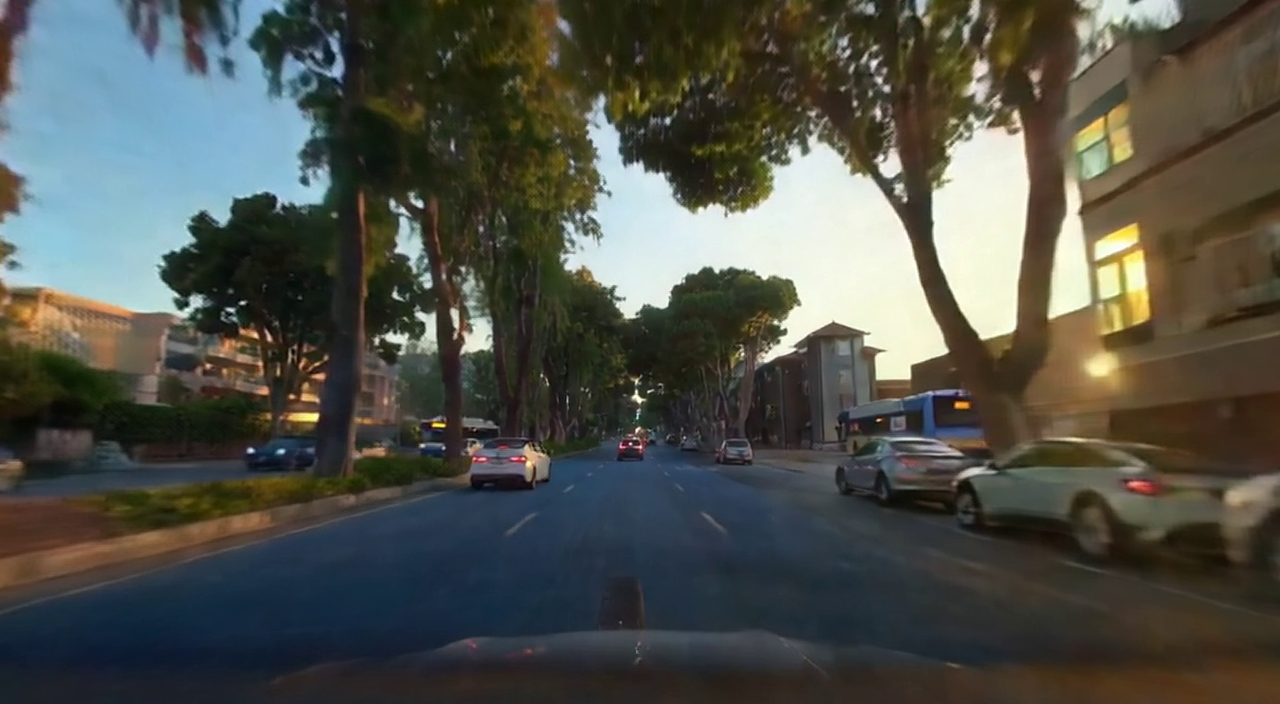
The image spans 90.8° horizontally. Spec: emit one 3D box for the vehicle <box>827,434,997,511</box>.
[{"bbox_3d":[6.320,2.827,15.342,2.130,1.584,4.181,0,-8,-2],"label":"vehicle"}]

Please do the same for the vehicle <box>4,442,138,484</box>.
[{"bbox_3d":[-21.958,4.268,24.601,1.671,1.474,3.726,0,-8,0],"label":"vehicle"}]

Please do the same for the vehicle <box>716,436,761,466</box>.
[{"bbox_3d":[6.451,6.560,42.061,2.206,1.803,5.753,0,-8,1],"label":"vehicle"}]

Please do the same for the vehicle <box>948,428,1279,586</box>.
[{"bbox_3d":[6.561,1.930,8.853,2.077,1.596,4.625,0,-8,-1],"label":"vehicle"}]

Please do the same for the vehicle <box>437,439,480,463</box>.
[{"bbox_3d":[-12.077,6.609,42.223,1.797,1.532,3.869,0,-8,-1],"label":"vehicle"}]

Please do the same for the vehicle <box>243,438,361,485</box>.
[{"bbox_3d":[-11.692,3.790,22.260,1.804,1.462,4.392,0,-8,-2],"label":"vehicle"}]

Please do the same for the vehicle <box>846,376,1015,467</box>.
[{"bbox_3d":[17.784,4.705,41.156,3.225,4.571,16.558,-2,-8,0],"label":"vehicle"}]

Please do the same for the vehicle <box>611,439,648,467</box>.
[{"bbox_3d":[-0.554,5.855,36.782,1.999,1.520,3.896,0,-8,1],"label":"vehicle"}]

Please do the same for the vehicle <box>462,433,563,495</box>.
[{"bbox_3d":[-3.446,3.114,17.981,1.934,1.522,4.287,0,-8,1],"label":"vehicle"}]
